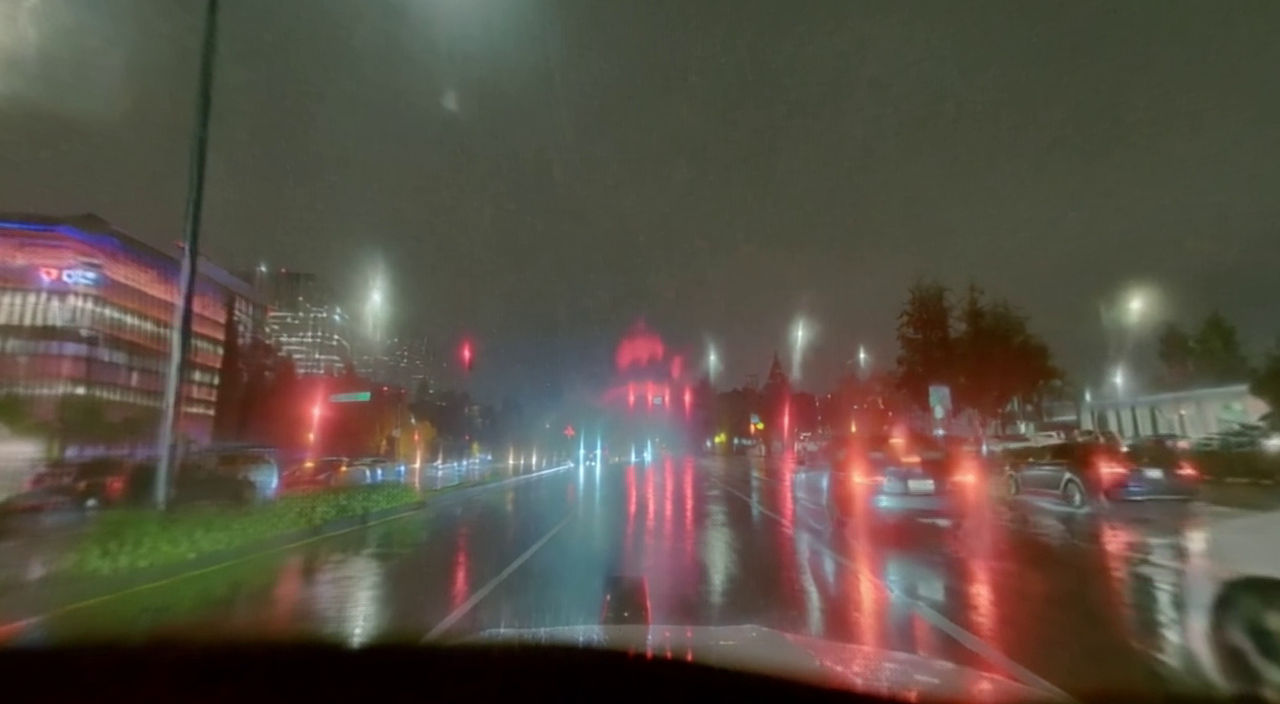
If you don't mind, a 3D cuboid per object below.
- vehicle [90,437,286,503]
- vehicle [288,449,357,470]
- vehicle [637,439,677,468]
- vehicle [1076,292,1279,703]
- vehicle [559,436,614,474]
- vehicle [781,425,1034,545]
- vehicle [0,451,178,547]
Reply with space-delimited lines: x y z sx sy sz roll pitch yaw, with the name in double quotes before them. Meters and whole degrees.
"vehicle" -14.999 3.916 21.560 2.337 1.895 5.872 0 -8 0
"vehicle" -24.888 8.431 49.491 4.687 1.482 1.914 4 -9 -28
"vehicle" 0.920 5.553 34.671 2.059 1.477 3.988 0 -8 1
"vehicle" 3.357 0.469 0.662 2.282 1.797 4.924 0 -8 1
"vehicle" -2.452 4.856 29.939 2.057 1.678 4.639 -1 -8 2
"vehicle" 3.949 2.052 10.515 2.109 1.510 4.927 0 -8 1
"vehicle" -10.978 2.549 11.403 1.884 1.456 4.356 0 -8 1
